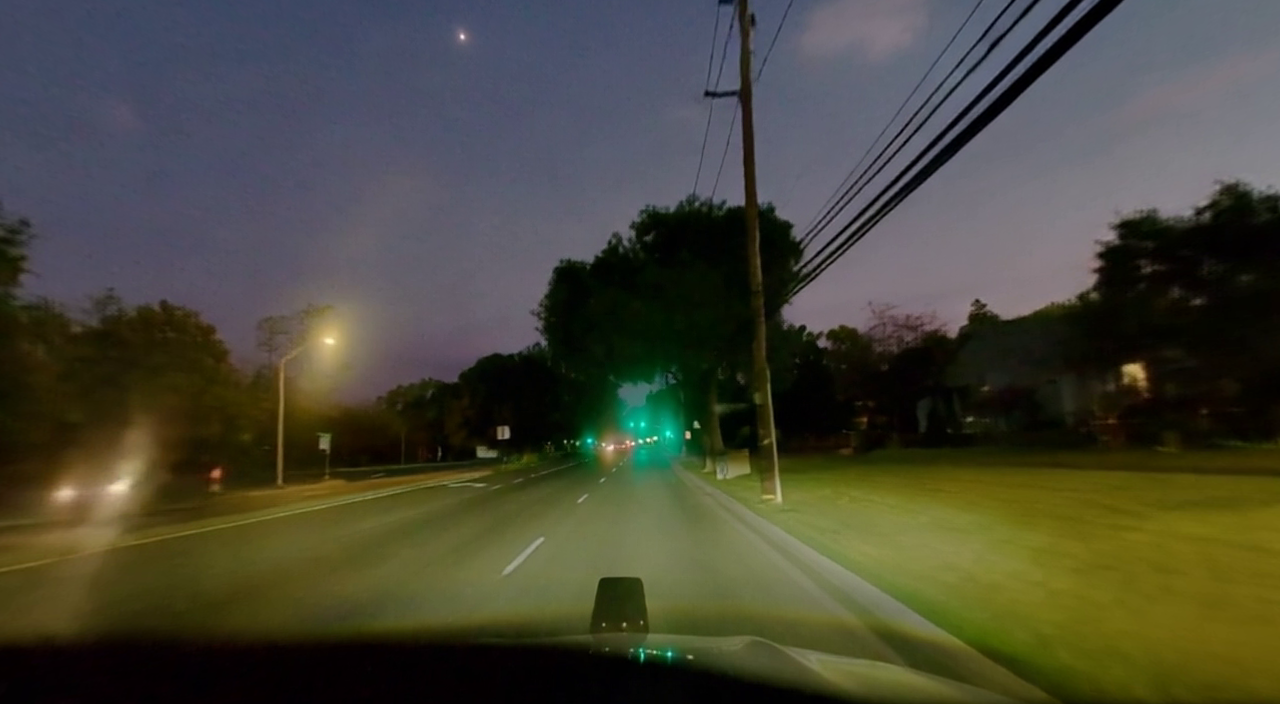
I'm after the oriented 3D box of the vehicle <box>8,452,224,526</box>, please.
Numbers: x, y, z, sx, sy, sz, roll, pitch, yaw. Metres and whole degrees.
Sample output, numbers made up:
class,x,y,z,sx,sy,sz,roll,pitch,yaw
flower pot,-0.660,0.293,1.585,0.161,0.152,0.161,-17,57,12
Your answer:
class,x,y,z,sx,sy,sz,roll,pitch,yaw
vehicle,-14.183,3.660,17.538,1.996,1.695,4.635,0,-8,0
